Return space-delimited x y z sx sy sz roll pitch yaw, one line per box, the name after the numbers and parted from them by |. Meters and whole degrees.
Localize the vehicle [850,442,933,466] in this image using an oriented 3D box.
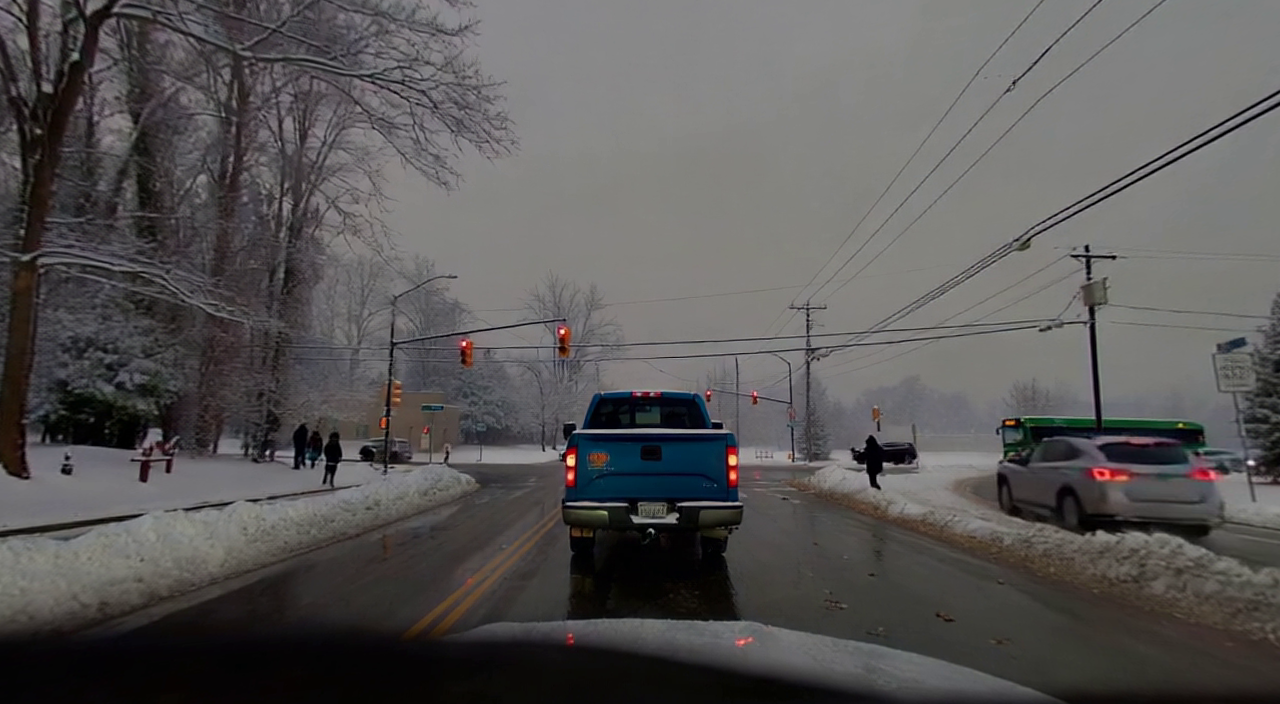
16.333 6.638 41.221 4.578 1.490 1.935 -1 -8 3 | vehicle

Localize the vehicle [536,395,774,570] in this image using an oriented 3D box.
0.123 1.889 10.051 2.707 1.964 5.485 0 -8 -1 | vehicle

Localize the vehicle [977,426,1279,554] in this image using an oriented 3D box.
7.286 1.987 9.859 2.060 1.496 4.520 -2 -8 8 | vehicle
